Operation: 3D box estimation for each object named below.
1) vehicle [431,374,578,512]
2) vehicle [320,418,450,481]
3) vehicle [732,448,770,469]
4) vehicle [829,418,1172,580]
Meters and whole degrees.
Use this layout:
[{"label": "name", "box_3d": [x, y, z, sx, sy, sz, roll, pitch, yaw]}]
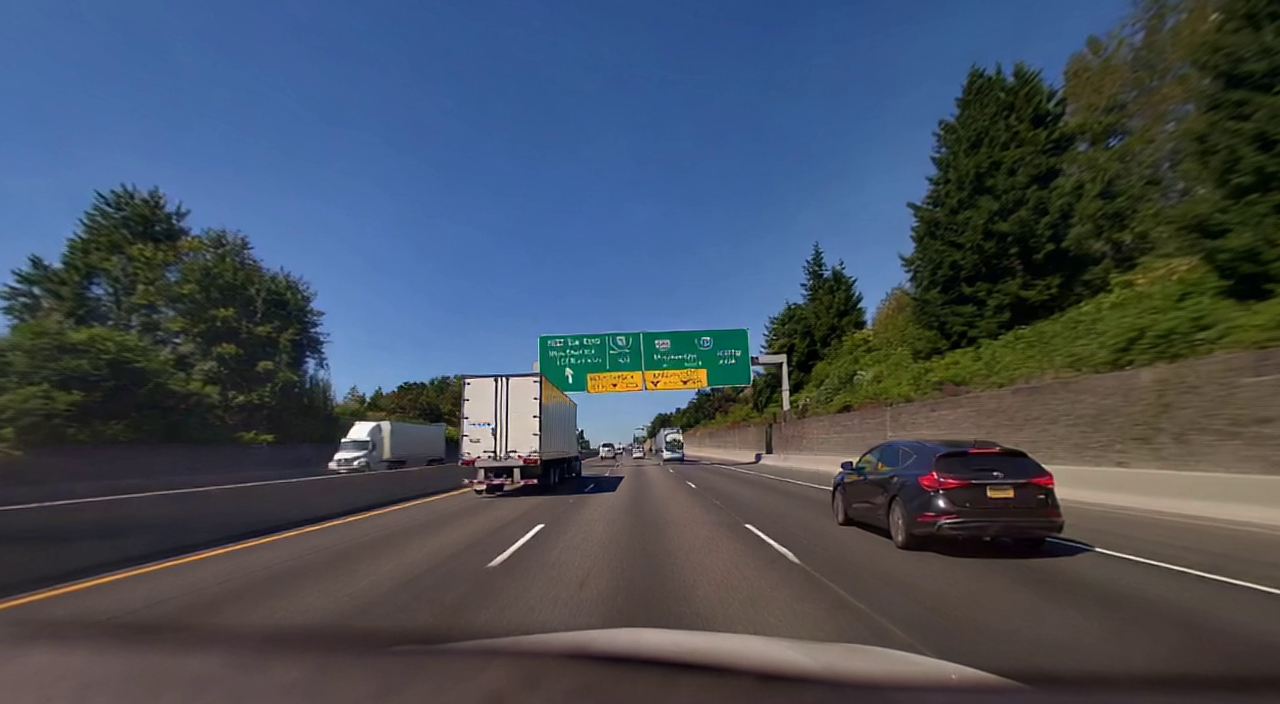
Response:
[{"label": "vehicle", "box_3d": [-3.483, 2.632, 18.119, 2.667, 3.195, 6.731, 0, -9, 0]}, {"label": "vehicle", "box_3d": [-19.024, 7.588, 49.071, 3.205, 4.080, 16.329, 0, -9, 1]}, {"label": "vehicle", "box_3d": [7.983, 7.681, 45.587, 1.876, 1.475, 4.185, 0, -9, -1]}, {"label": "vehicle", "box_3d": [4.106, 1.741, 8.170, 1.983, 1.545, 4.038, 0, -9, -1]}]
